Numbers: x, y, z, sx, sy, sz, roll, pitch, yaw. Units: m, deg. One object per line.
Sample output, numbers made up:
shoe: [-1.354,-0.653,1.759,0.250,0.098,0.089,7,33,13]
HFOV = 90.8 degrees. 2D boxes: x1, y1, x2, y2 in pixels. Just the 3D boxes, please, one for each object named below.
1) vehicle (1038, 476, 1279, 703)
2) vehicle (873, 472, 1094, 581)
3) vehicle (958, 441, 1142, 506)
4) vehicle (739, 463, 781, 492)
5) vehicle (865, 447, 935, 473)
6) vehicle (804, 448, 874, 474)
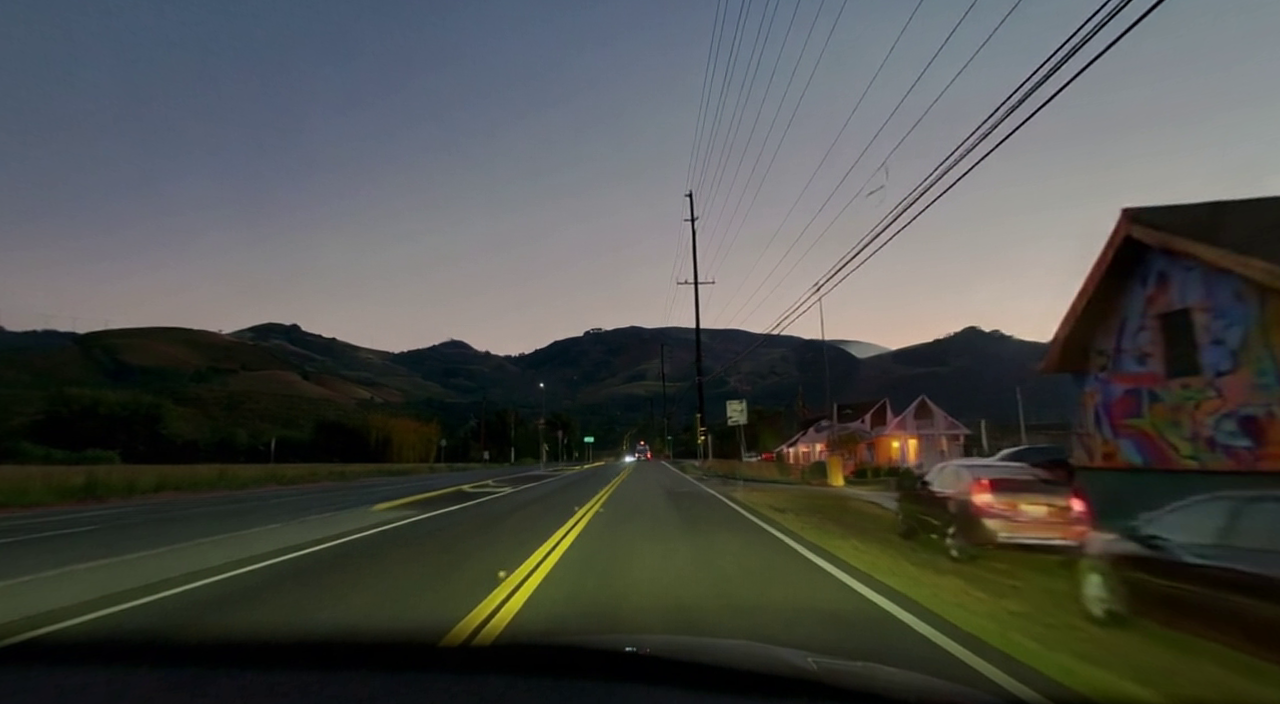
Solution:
vehicle: [6.029,2.023,5.493,1.966,1.829,4.812,-1,-12,1]
vehicle: [6.048,3.081,11.797,1.926,1.497,3.988,0,-8,1]
vehicle: [14.881,4.439,23.212,4.982,1.869,2.265,-4,-11,0]
vehicle: [6.818,7.166,36.312,1.781,1.432,4.169,0,-8,2]
vehicle: [17.227,7.143,42.002,3.878,1.663,1.752,0,-8,2]
vehicle: [15.409,8.477,49.150,4.798,1.934,1.908,0,-8,1]
